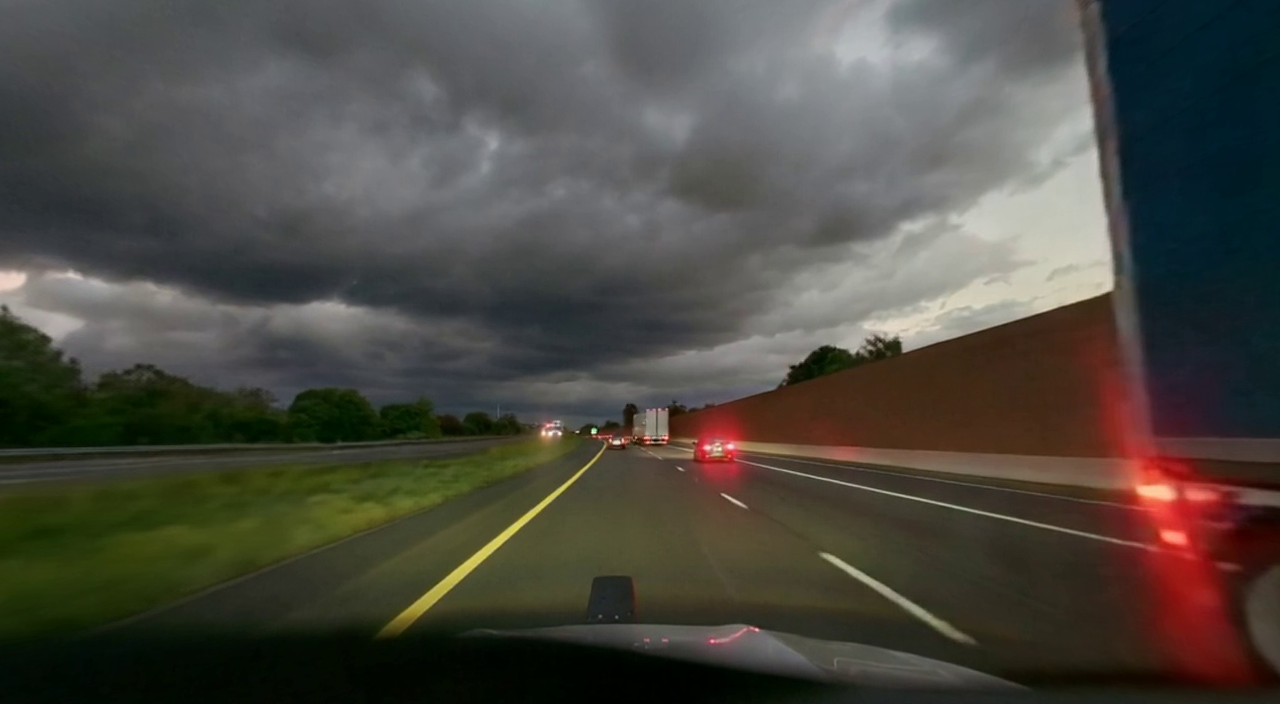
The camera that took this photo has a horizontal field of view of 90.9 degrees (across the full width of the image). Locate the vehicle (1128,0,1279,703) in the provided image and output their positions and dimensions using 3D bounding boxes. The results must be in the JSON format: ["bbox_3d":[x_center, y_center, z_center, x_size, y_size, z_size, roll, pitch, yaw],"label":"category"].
[{"bbox_3d":[4.362,-0.707,0.250,3.048,4.142,6.359,0,-7,-1],"label":"vehicle"}]

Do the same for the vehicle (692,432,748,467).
[{"bbox_3d":[3.545,4.391,28.751,1.813,1.454,4.197,0,-7,-3],"label":"vehicle"}]
